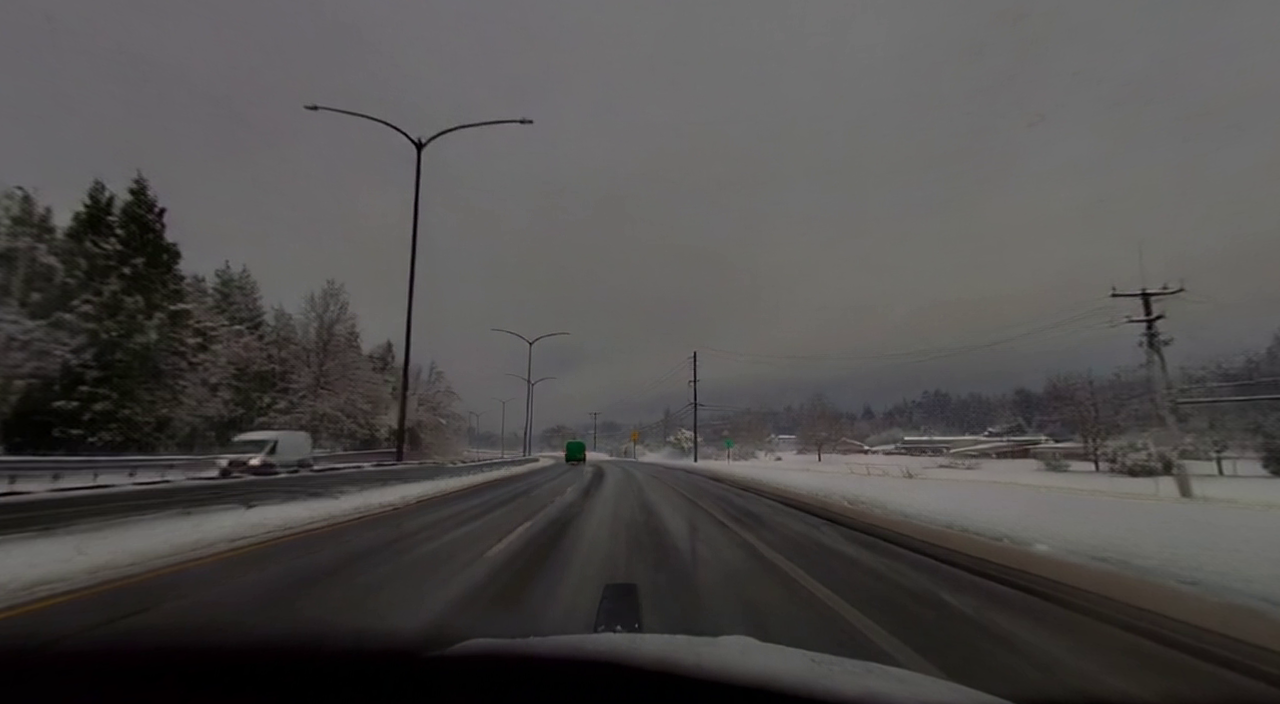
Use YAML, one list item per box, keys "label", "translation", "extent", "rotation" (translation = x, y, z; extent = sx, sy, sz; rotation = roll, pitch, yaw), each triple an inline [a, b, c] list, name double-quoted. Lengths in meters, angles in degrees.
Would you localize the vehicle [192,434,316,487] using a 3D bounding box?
- label: "vehicle"
  translation: [-14.680, 4.137, 24.265]
  extent: [2.084, 1.806, 4.332]
  rotation: [0, -9, -2]
